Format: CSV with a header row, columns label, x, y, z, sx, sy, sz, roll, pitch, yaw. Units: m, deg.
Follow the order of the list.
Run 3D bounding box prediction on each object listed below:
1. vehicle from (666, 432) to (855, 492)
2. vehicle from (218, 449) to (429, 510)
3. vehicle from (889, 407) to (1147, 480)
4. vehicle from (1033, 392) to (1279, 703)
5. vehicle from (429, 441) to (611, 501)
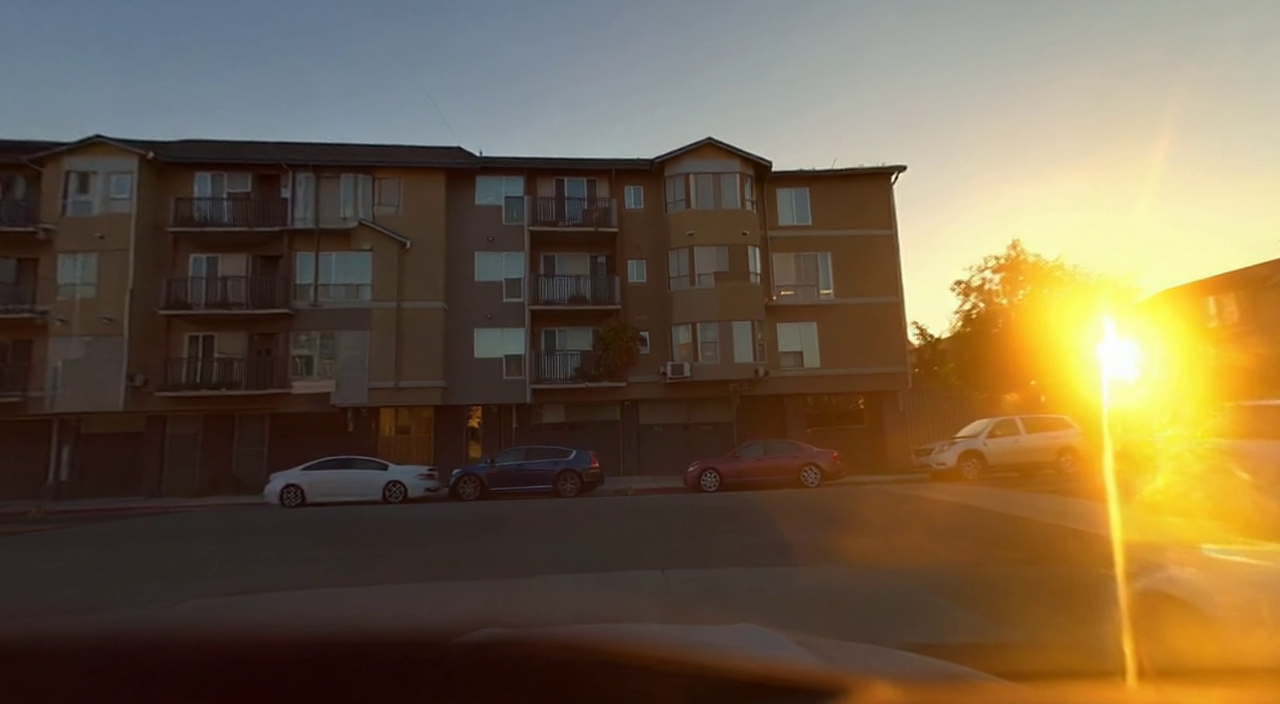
label,x,y,z,sx,sy,sz,roll,pitch,yaw
vehicle,3.134,2.945,17.093,4.681,1.480,1.817,1,-8,-4
vehicle,-7.969,3.234,16.313,4.423,1.449,1.813,1,-8,-6
vehicle,10.331,2.556,17.640,5.739,1.852,2.330,1,-8,-3
vehicle,3.164,0.751,1.229,1.991,1.489,4.693,0,-8,3
vehicle,-3.040,3.104,16.750,4.489,1.470,1.776,1,-8,-4
